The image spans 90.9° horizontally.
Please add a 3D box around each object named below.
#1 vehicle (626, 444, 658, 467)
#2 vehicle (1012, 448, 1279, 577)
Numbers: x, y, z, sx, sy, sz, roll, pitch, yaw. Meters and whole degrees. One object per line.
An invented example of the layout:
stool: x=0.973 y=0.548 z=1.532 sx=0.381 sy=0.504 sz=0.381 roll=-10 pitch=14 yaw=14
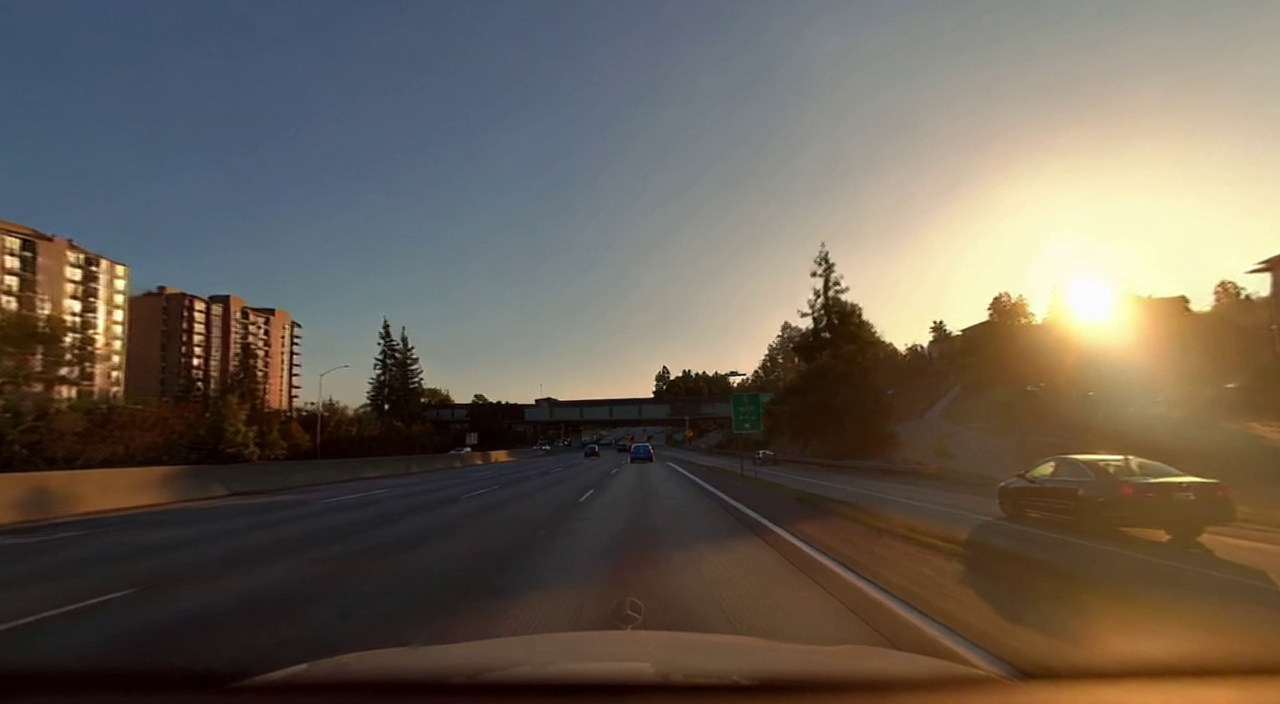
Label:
vehicle: x=0.144 y=6.990 z=42.958 sx=2.051 sy=1.443 sz=3.770 roll=0 pitch=-8 yaw=0
vehicle: x=11.054 y=3.026 z=13.137 sx=2.599 sy=1.962 sz=5.759 roll=1 pitch=-8 yaw=-7
